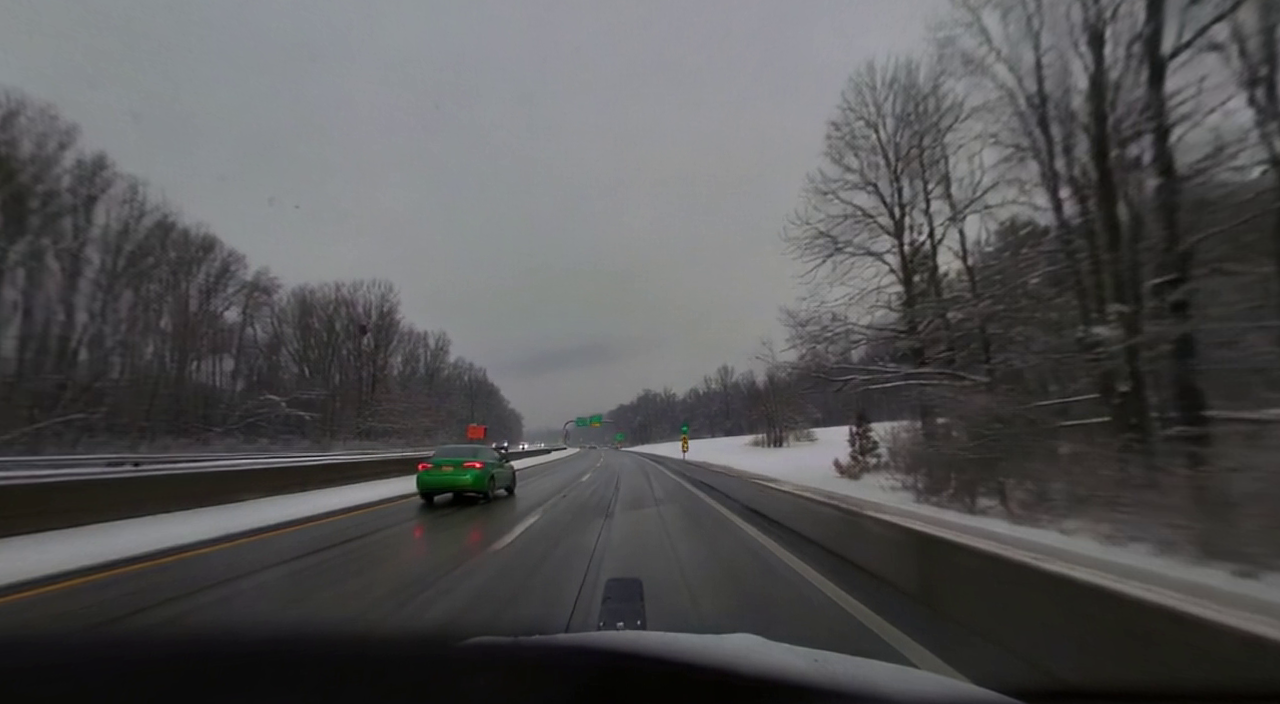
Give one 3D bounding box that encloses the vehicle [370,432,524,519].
[{"bbox_3d":[-3.808,2.506,13.242,1.990,1.532,3.911,0,-9,0],"label":"vehicle"}]
